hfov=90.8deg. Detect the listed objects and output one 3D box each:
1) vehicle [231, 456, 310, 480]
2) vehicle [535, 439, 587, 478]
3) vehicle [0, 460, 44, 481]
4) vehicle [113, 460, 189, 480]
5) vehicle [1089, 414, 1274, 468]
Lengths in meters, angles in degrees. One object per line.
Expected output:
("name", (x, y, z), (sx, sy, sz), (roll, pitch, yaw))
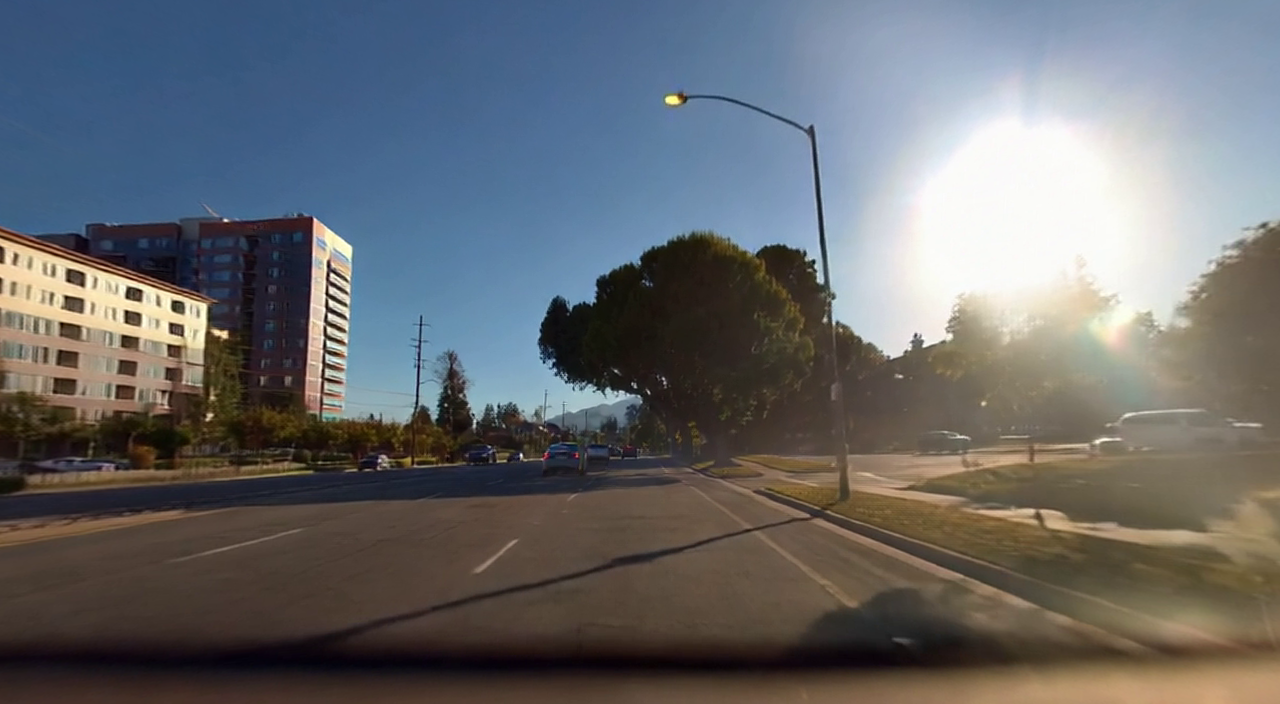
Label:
("vehicle", (-25.846, 8.089, 44.365), (1.812, 1.507, 4.428), (-5, -10, 26))
("vehicle", (-3.770, 5.186, 30.875), (1.959, 1.741, 4.141), (0, -9, 1))
("vehicle", (-48.198, 8.949, 47.799), (4.252, 1.460, 1.865), (0, -9, 0))
("vehicle", (-36.927, 8.893, 47.749), (4.257, 1.446, 1.817), (0, -9, 2))
("vehicle", (17.669, 2.960, 21.061), (1.995, 1.554, 4.943), (-1, -8, 3))
